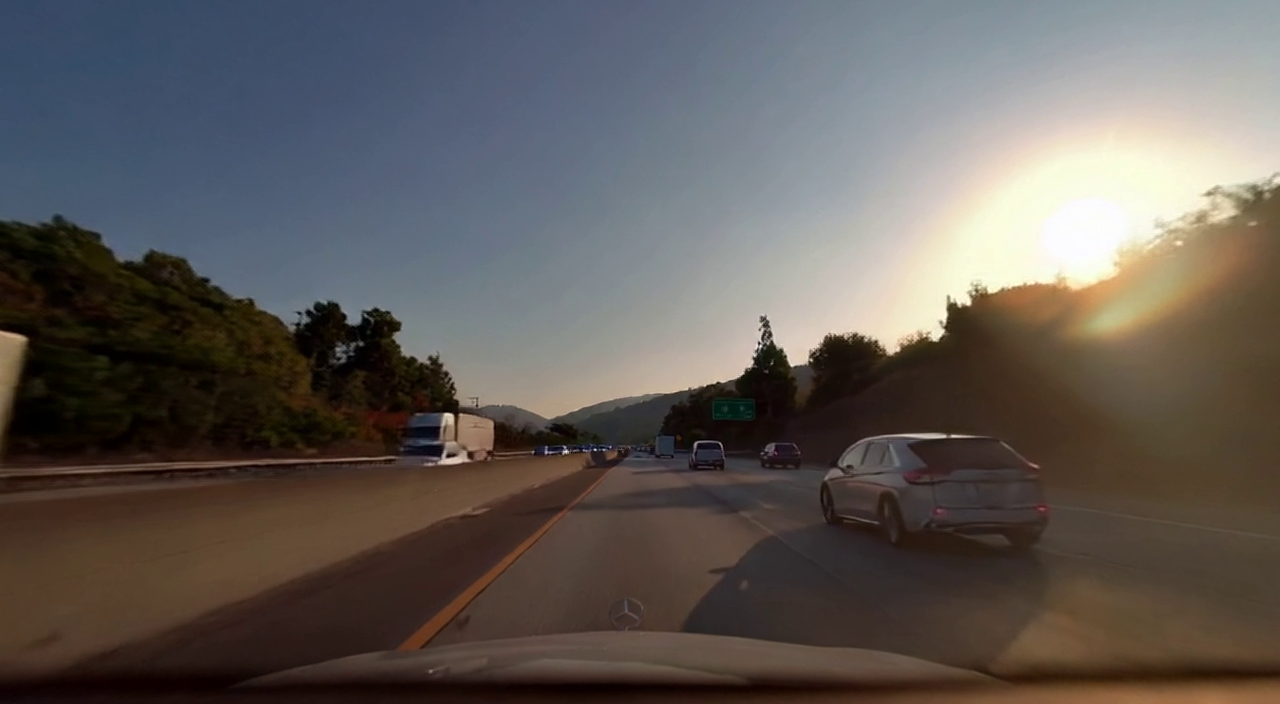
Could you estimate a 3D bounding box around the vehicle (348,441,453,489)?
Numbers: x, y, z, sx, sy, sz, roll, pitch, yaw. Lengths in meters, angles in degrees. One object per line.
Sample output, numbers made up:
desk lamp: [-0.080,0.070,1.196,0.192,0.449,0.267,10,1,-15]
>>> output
vehicle: [-8.047,3.835,21.740,1.889,1.476,4.488,0,-9,0]

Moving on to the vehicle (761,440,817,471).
vehicle: [8.470,5.950,36.333,2.018,1.636,4.510,0,-9,-1]

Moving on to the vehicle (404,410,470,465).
vehicle: [-15.596,6.693,48.969,3.045,3.960,5.980,0,-9,-1]

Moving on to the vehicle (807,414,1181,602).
vehicle: [3.605,1.661,7.570,2.023,1.603,4.159,0,-9,0]

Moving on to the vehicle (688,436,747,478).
vehicle: [3.509,4.874,29.473,2.070,1.751,4.576,0,-9,-1]
